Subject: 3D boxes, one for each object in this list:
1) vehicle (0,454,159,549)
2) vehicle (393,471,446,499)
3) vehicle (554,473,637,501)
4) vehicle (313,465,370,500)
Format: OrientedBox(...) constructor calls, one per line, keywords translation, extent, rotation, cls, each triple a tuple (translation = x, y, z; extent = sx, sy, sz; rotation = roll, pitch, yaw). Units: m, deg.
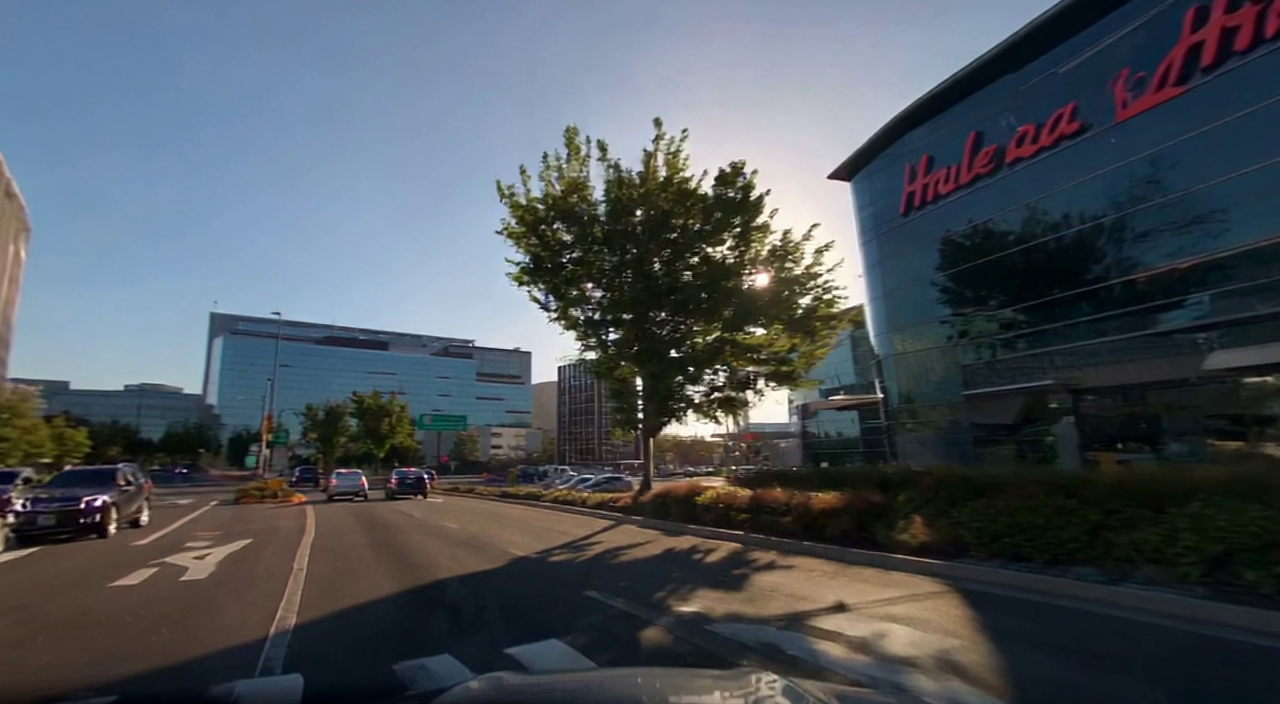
OrientedBox(translation=(-12.367, 3.149, 13.806), extent=(2.011, 1.701, 4.519), rotation=(6, -12, -28), cls="vehicle")
OrientedBox(translation=(-10.543, 6.315, 29.909), extent=(1.775, 1.186, 2.933), rotation=(7, -12, -30), cls="vehicle")
OrientedBox(translation=(-2.487, 7.532, 35.220), extent=(4.302, 1.456, 1.832), rotation=(5, -11, -22), cls="vehicle")
OrientedBox(translation=(-14.021, 6.043, 29.365), extent=(2.005, 1.498, 3.643), rotation=(6, -12, -29), cls="vehicle")
